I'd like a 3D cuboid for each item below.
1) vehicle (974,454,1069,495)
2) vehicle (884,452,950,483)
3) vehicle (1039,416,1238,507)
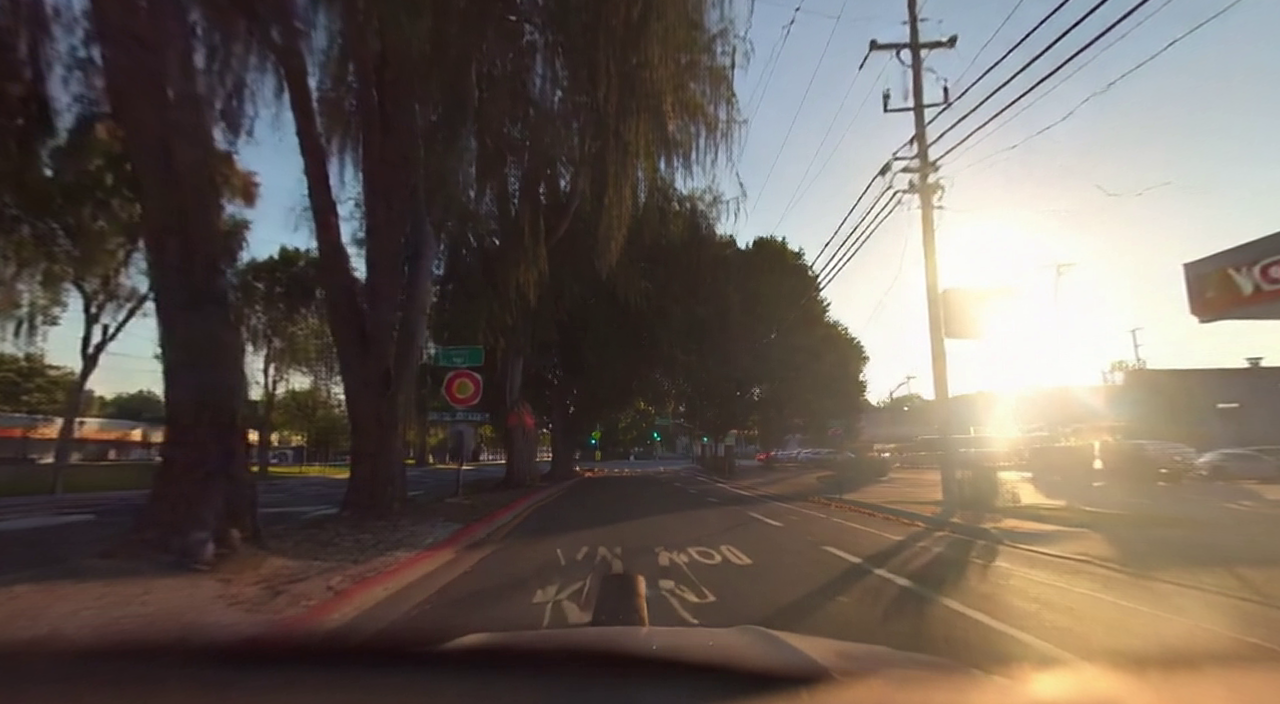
[{"bbox_3d":[18.190,5.824,30.406,2.041,1.674,4.301,2,-9,2],"label":"vehicle"},{"bbox_3d":[18.347,7.580,41.733,4.694,1.845,2.086,7,-11,-40],"label":"vehicle"},{"bbox_3d":[18.070,3.997,23.512,2.642,2.930,5.826,0,-8,1],"label":"vehicle"}]
